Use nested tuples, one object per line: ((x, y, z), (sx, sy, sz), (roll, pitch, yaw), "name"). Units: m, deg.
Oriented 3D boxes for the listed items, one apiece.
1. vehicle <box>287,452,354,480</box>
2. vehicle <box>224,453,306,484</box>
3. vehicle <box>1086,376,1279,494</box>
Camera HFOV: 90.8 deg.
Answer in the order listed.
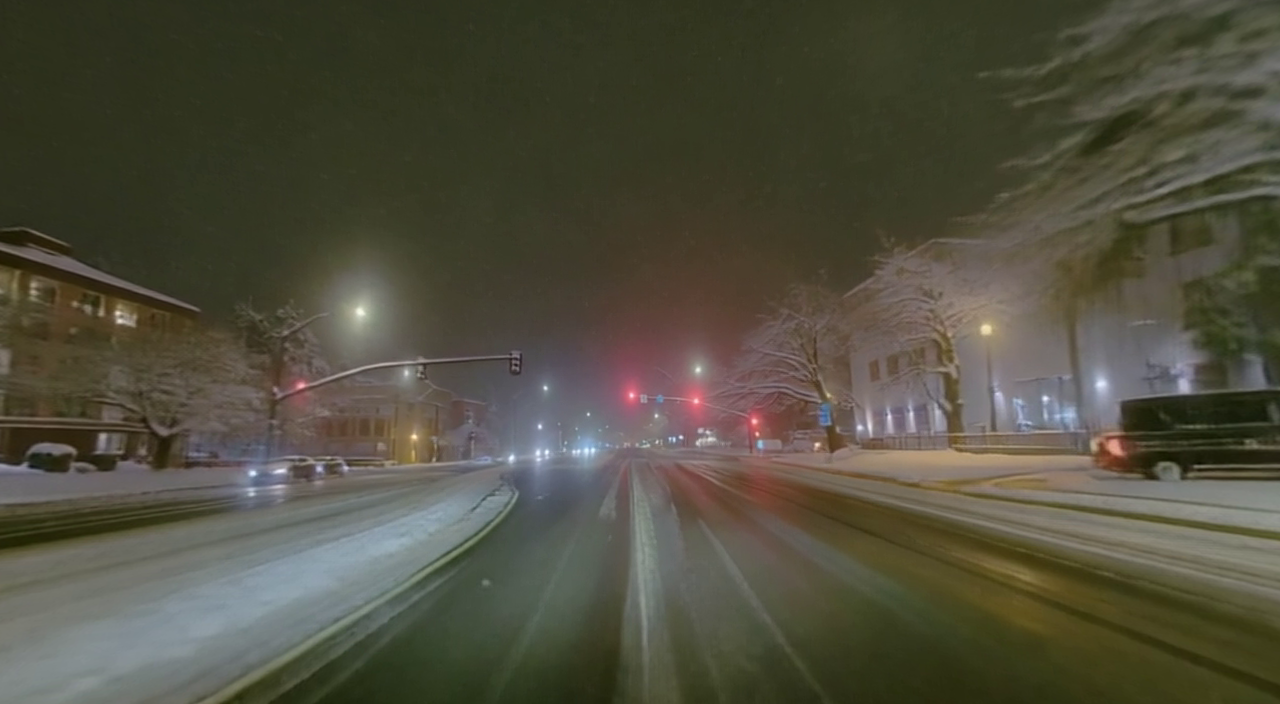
((-19.907, 7.089, 39.607), (1.911, 1.458, 4.547), (-1, -7, -1), "vehicle")
((-20.054, 6.235, 33.966), (1.713, 1.499, 4.040), (-1, -9, 3), "vehicle")
((18.041, 2.523, 19.153), (6.639, 3.312, 2.759), (-1, -9, 3), "vehicle")
